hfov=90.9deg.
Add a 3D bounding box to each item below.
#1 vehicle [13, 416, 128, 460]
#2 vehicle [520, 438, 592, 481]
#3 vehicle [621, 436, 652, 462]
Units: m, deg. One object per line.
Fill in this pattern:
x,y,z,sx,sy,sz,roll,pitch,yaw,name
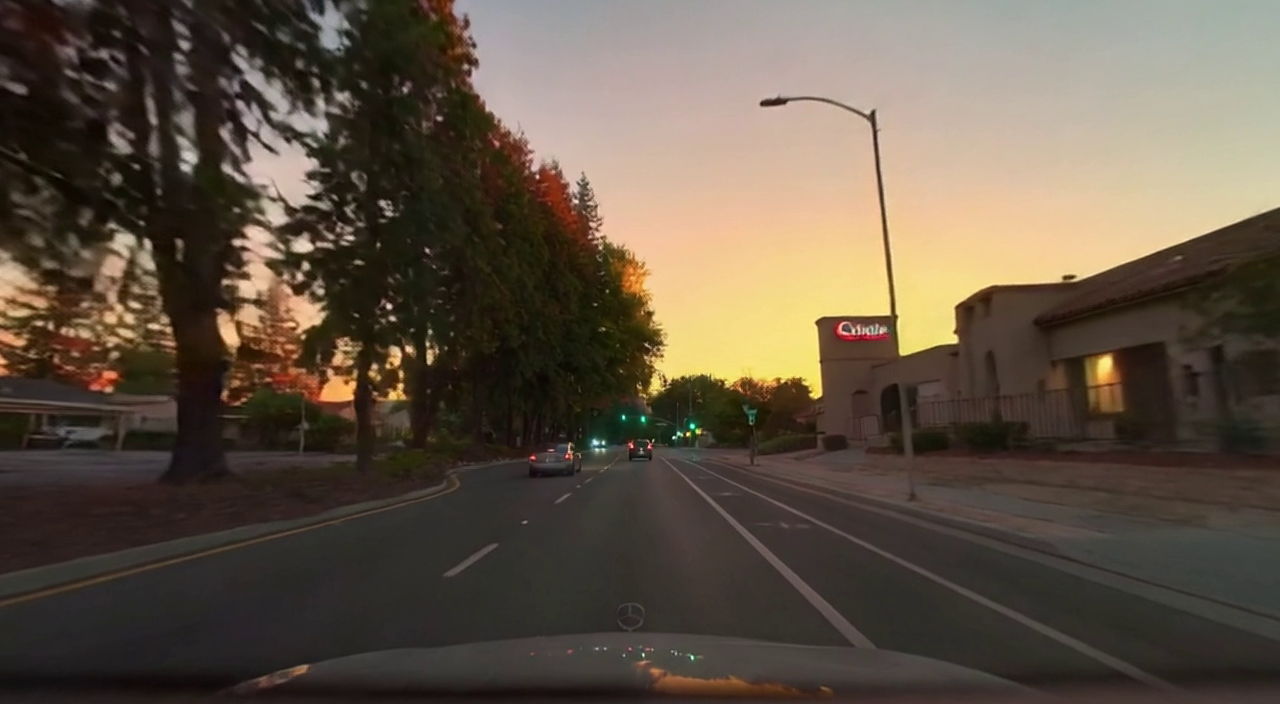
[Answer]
-41.659,6.347,46.428,2.303,2.957,6.489,0,-8,0,vehicle
-3.075,4.032,23.997,2.015,1.470,4.458,0,-8,2,vehicle
-0.230,7.083,45.981,2.153,1.764,4.047,0,-8,1,vehicle
